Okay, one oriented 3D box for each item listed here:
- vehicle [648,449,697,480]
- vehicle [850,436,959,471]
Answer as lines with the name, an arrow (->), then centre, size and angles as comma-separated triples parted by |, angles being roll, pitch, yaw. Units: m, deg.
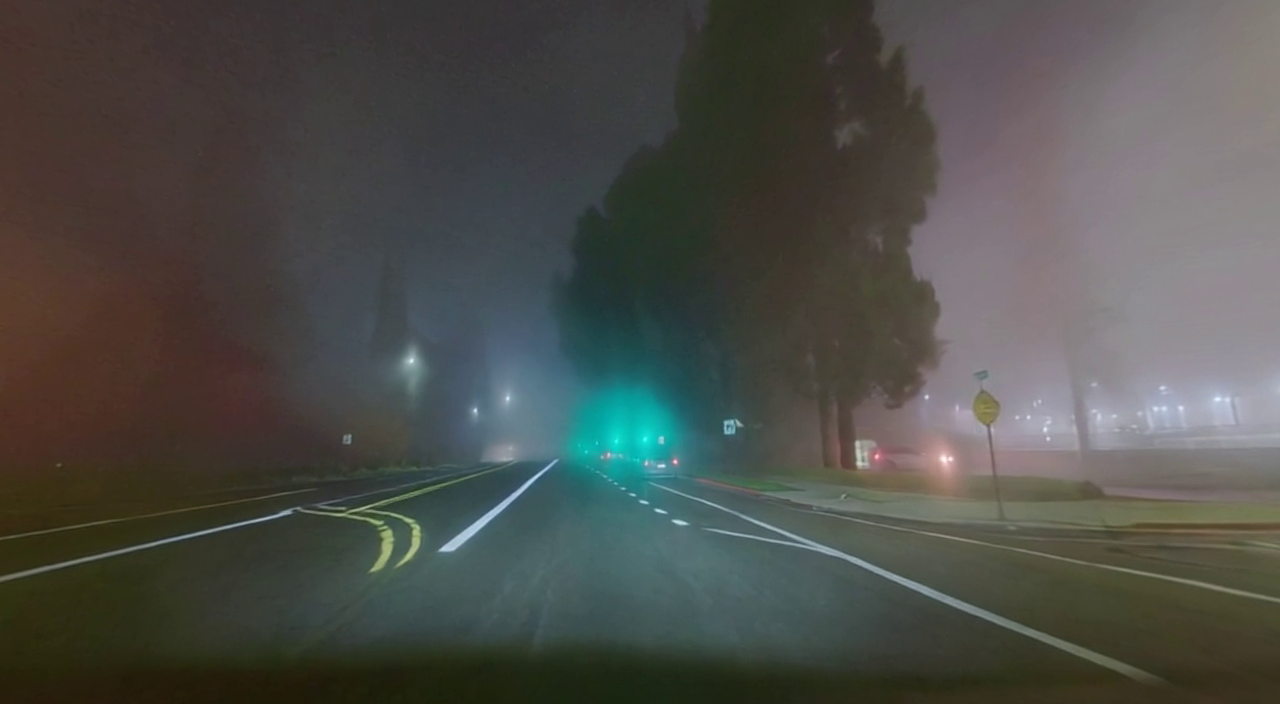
vehicle -> 1.638, 5.892, 33.352 | 1.866, 1.492, 4.093 | 1, -8, -7
vehicle -> 12.137, 4.678, 29.152 | 4.201, 1.546, 1.749 | 0, -8, -5
